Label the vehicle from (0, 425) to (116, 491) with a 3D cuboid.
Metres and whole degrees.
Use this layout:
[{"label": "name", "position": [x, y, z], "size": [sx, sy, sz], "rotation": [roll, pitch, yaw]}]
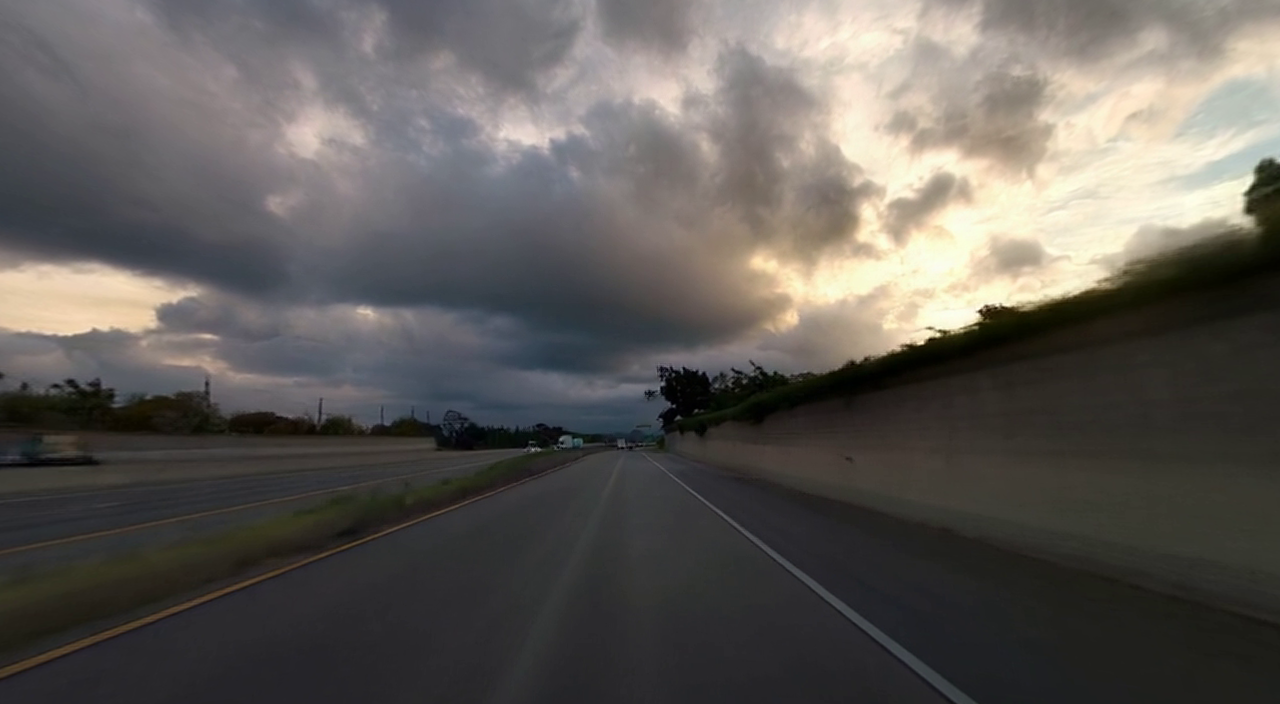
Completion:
[{"label": "vehicle", "position": [-29.700, 5.117, 30.804], "size": [2.547, 2.870, 6.947], "rotation": [0, -8, -5]}]
